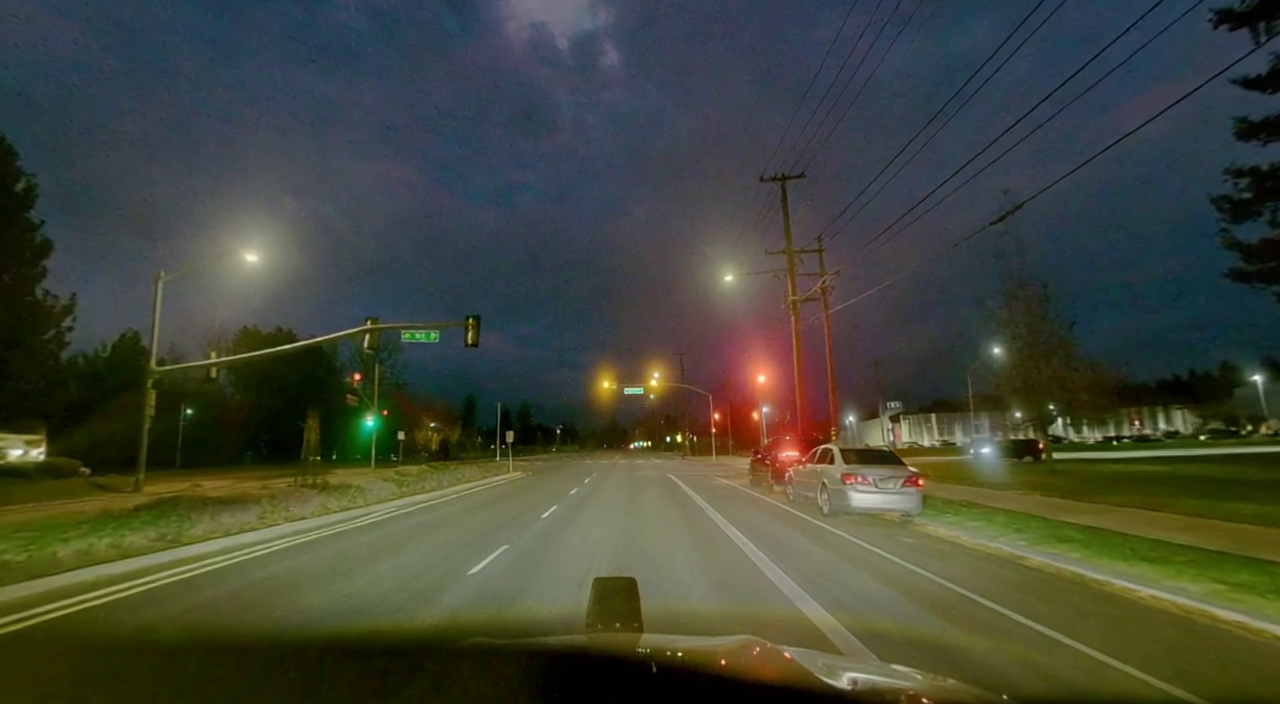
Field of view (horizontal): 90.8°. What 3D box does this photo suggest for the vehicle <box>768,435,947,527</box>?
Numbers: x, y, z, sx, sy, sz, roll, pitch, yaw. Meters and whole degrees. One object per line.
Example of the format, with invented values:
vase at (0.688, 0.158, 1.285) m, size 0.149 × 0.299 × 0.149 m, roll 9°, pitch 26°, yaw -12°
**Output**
vehicle at (3.953, 2.413, 12.449) m, size 1.833 × 1.444 × 4.589 m, roll 0°, pitch -9°, yaw -1°
